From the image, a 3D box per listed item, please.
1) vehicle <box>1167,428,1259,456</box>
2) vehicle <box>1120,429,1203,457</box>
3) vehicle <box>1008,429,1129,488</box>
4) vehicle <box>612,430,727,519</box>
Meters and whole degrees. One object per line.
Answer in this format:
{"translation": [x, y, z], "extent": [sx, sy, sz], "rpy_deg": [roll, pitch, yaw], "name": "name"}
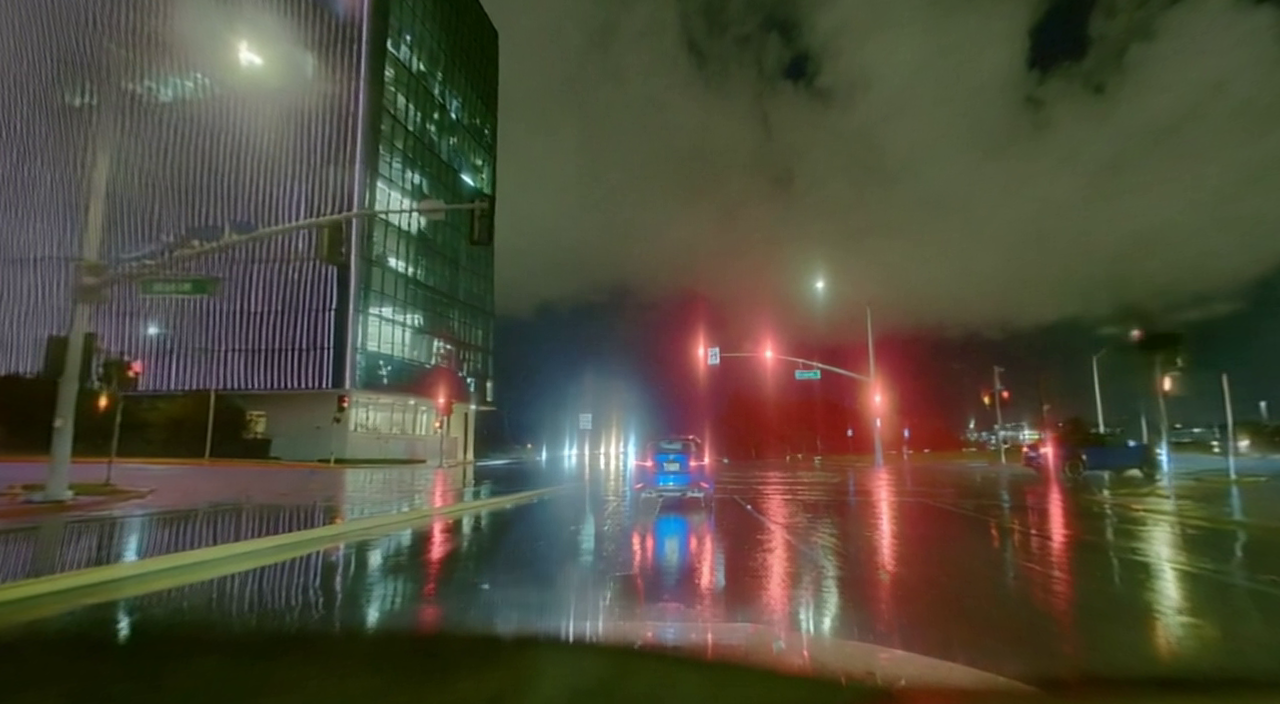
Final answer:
{"translation": [32.024, 5.073, 35.319], "extent": [1.743, 1.472, 3.772], "rpy_deg": [0, -9, 5], "name": "vehicle"}
{"translation": [29.530, 5.203, 35.803], "extent": [1.816, 1.476, 3.652], "rpy_deg": [-1, -9, 6], "name": "vehicle"}
{"translation": [14.558, 3.564, 21.291], "extent": [4.739, 1.749, 2.174], "rpy_deg": [8, -12, -42], "name": "vehicle"}
{"translation": [0.702, 2.479, 13.228], "extent": [2.014, 1.525, 4.197], "rpy_deg": [-1, -9, 5], "name": "vehicle"}
